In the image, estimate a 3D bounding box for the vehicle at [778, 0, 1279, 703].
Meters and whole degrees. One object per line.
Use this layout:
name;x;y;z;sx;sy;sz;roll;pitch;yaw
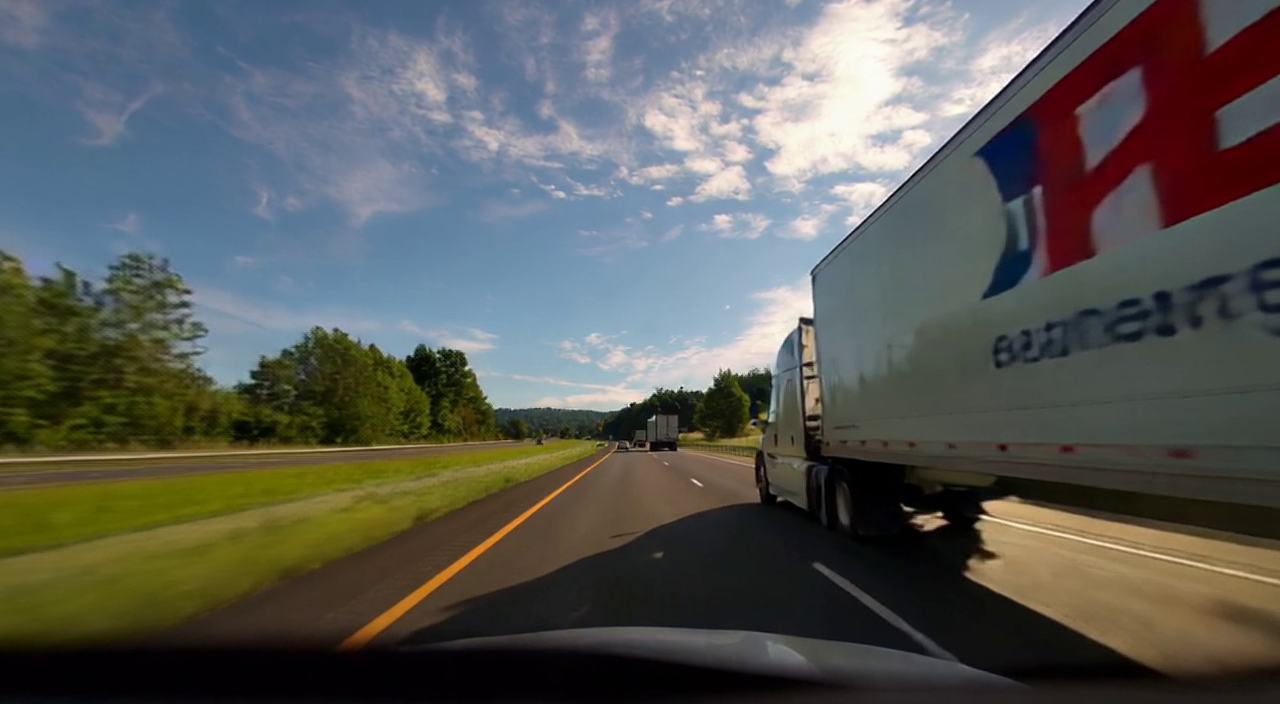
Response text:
vehicle;4.246;-0.057;4.926;2.871;4.072;14.183;0;-8;-1
